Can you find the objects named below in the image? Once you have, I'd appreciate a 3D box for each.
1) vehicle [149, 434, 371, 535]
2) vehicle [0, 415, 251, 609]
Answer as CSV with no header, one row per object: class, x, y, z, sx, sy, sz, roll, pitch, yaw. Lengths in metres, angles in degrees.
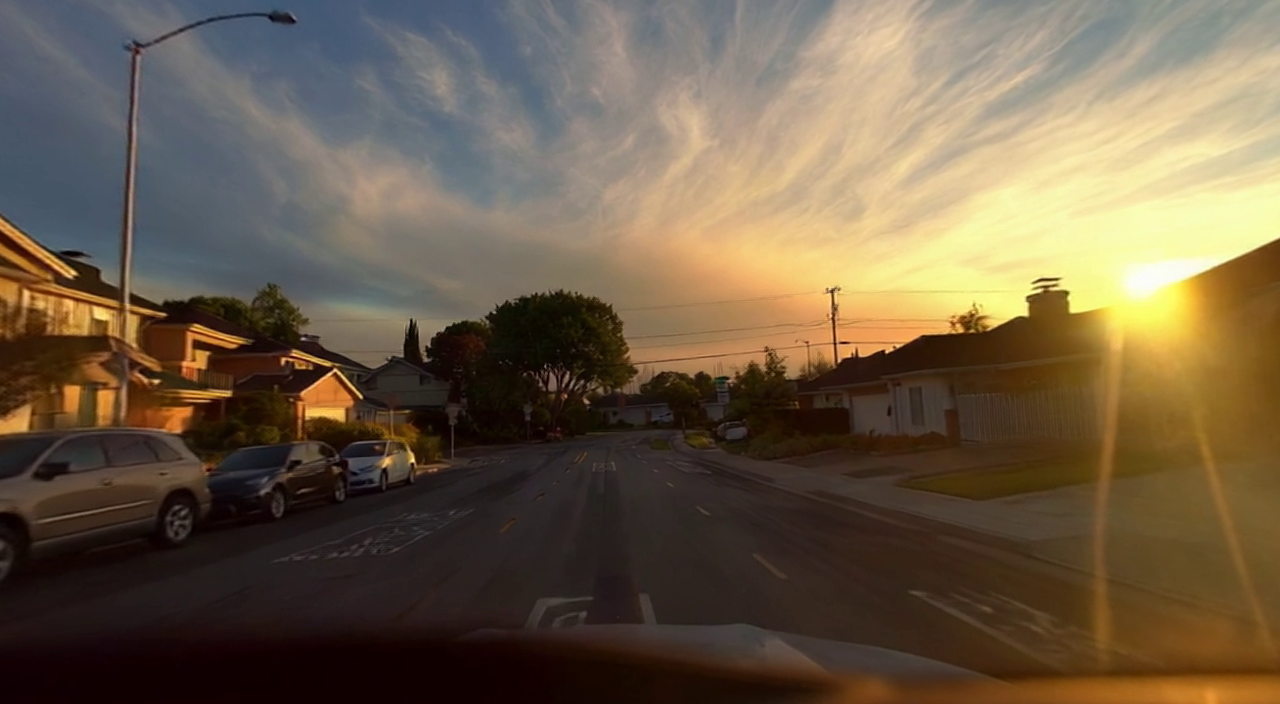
vehicle,-6.750,2.330,11.773,1.777,1.554,3.790,0,-8,0
vehicle,-6.804,1.658,7.242,1.865,1.750,4.507,0,-8,-2
